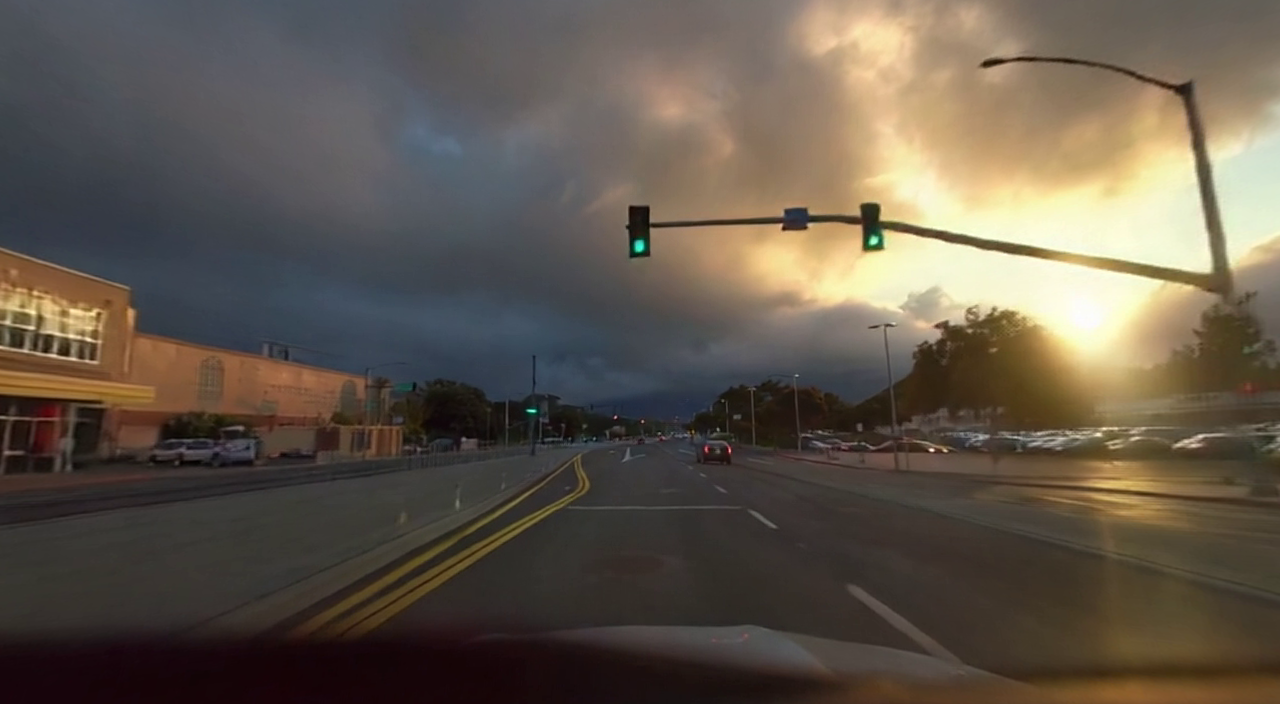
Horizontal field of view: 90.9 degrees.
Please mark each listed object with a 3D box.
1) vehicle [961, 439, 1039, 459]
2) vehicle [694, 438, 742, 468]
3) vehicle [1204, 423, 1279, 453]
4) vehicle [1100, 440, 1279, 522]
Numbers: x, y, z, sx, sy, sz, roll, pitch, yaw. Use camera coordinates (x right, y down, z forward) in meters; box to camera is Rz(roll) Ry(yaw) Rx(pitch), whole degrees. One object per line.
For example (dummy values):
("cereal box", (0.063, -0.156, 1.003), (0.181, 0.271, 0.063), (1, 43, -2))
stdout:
("vehicle", (27.065, 7.268, 47.403), (4.691, 1.436, 1.988), (1, -8, -4))
("vehicle", (4.226, 5.539, 34.722), (2.038, 1.528, 4.259), (1, -8, -1))
("vehicle", (41.701, 5.729, 41.833), (6.213, 1.910, 2.547), (1, -8, -3))
("vehicle", (11.924, 2.419, 12.081), (1.893, 1.434, 4.581), (7, -10, -38))
